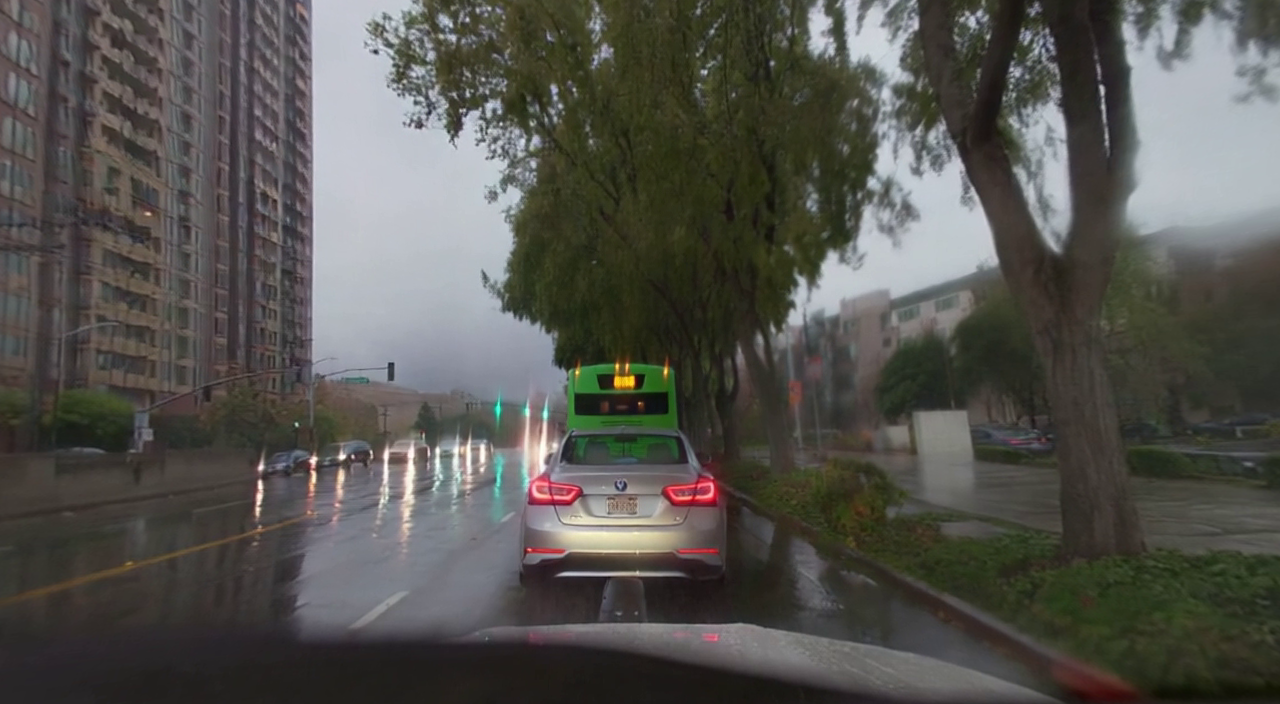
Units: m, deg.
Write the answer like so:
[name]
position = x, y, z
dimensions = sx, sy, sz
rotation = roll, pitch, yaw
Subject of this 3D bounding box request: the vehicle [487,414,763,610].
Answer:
[vehicle]
position = -0.157, 1.465, 6.749
dimensions = 2.064, 1.452, 3.942
rotation = 0, -8, -1
